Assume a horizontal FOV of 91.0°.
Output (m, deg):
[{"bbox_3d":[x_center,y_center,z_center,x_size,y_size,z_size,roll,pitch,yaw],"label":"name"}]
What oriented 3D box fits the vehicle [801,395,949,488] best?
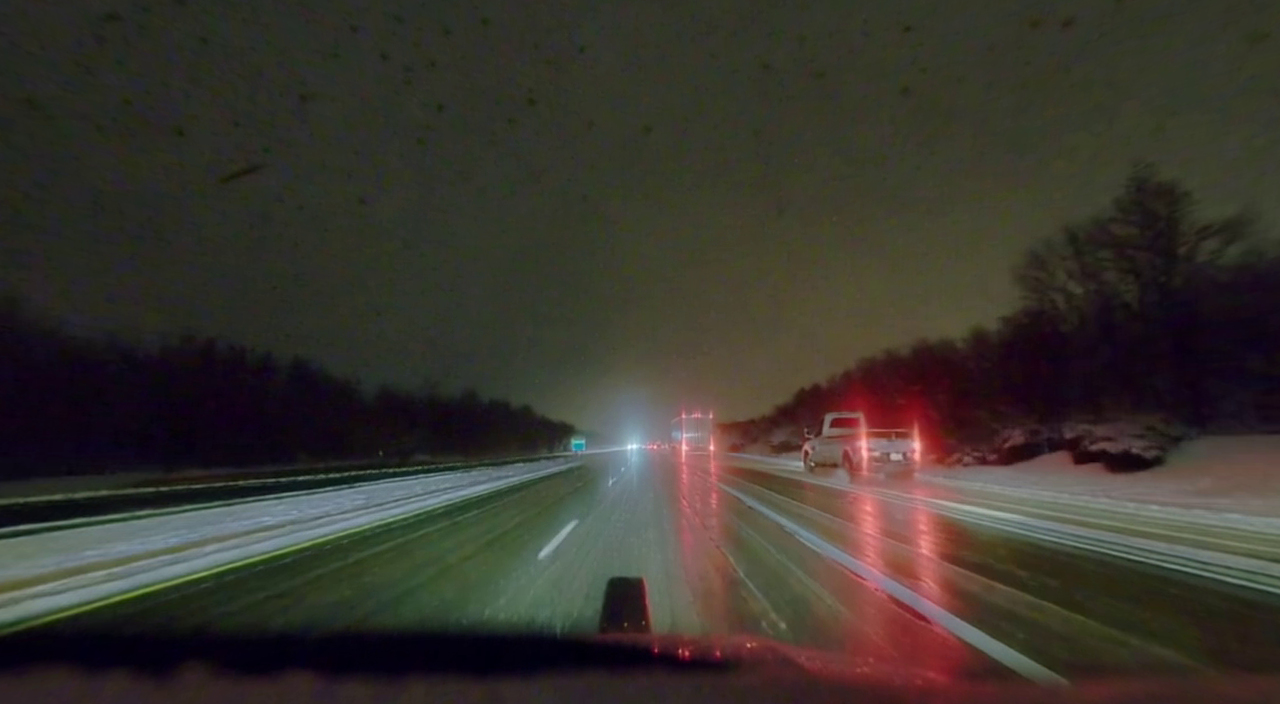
[{"bbox_3d":[7.921,3.179,22.422,2.474,2.730,7.349,0,-8,0],"label":"vehicle"}]
